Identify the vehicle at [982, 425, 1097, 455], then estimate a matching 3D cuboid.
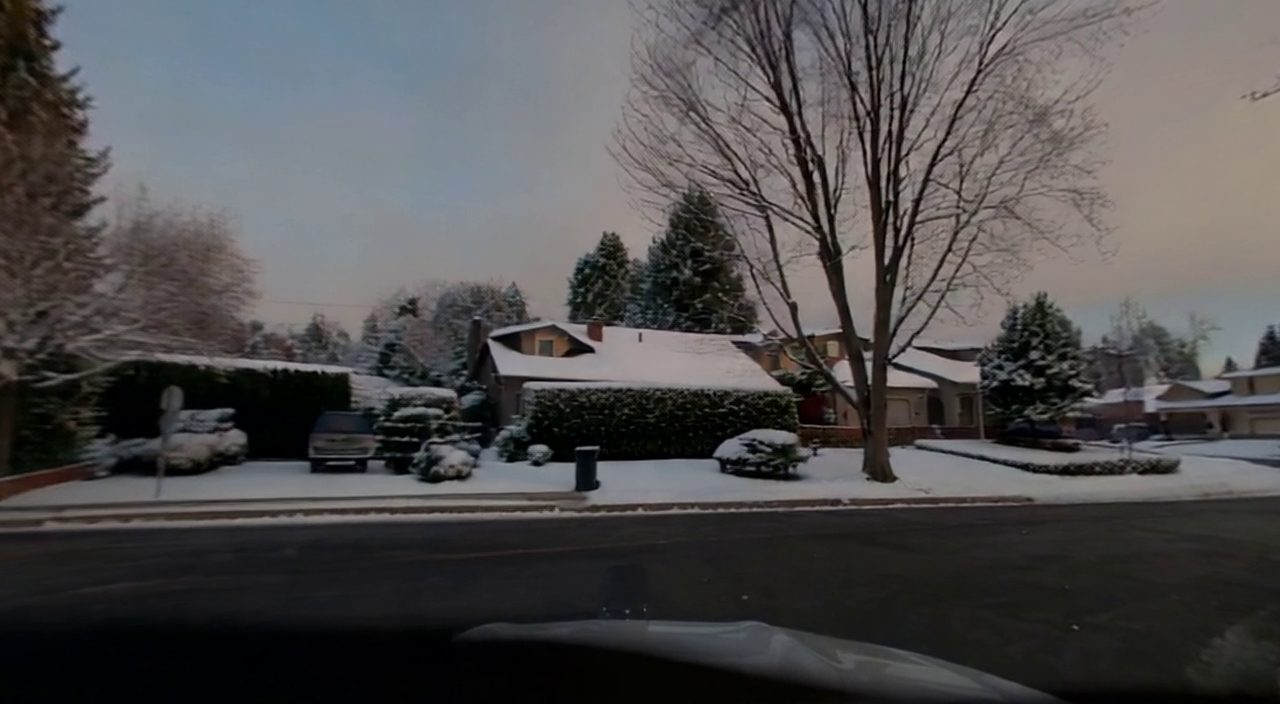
[{"bbox_3d":[21.588,4.783,34.146,5.089,1.517,1.791,1,-8,-5],"label":"vehicle"}]
